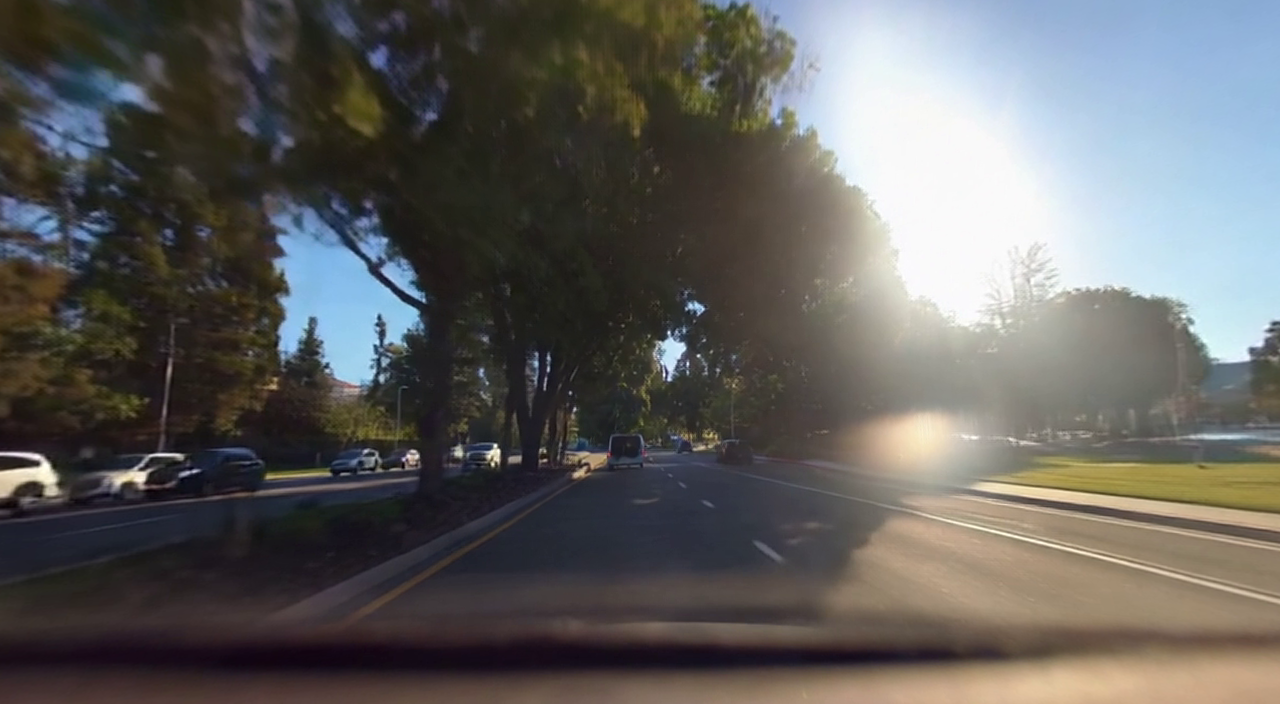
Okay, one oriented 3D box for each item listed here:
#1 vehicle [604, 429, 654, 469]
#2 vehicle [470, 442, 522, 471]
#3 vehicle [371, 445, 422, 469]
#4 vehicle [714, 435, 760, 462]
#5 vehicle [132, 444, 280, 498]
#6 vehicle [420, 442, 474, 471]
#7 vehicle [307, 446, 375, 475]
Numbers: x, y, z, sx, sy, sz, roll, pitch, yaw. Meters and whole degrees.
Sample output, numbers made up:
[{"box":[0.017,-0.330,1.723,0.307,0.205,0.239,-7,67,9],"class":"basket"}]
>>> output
[{"box":[-0.547,5.112,33.399,2.411,1.937,5.186,0,-8,-1],"class":"vehicle"},{"box":[-8.001,5.825,35.409,1.964,1.478,4.368,0,-8,-1],"class":"vehicle"},{"box":[-18.400,7.934,47.990,1.999,1.682,4.914,0,-8,-1],"class":"vehicle"},{"box":[6.778,6.835,44.816,2.364,1.781,4.854,0,-8,-2],"class":"vehicle"},{"box":[-14.728,4.000,21.808,1.950,1.655,4.395,0,-8,0],"class":"vehicle"},{"box":[-11.414,6.191,37.655,1.904,1.622,4.225,0,-8,-1],"class":"vehicle"},{"box":[-18.630,6.744,39.631,1.980,1.712,4.535,0,-8,1],"class":"vehicle"}]
